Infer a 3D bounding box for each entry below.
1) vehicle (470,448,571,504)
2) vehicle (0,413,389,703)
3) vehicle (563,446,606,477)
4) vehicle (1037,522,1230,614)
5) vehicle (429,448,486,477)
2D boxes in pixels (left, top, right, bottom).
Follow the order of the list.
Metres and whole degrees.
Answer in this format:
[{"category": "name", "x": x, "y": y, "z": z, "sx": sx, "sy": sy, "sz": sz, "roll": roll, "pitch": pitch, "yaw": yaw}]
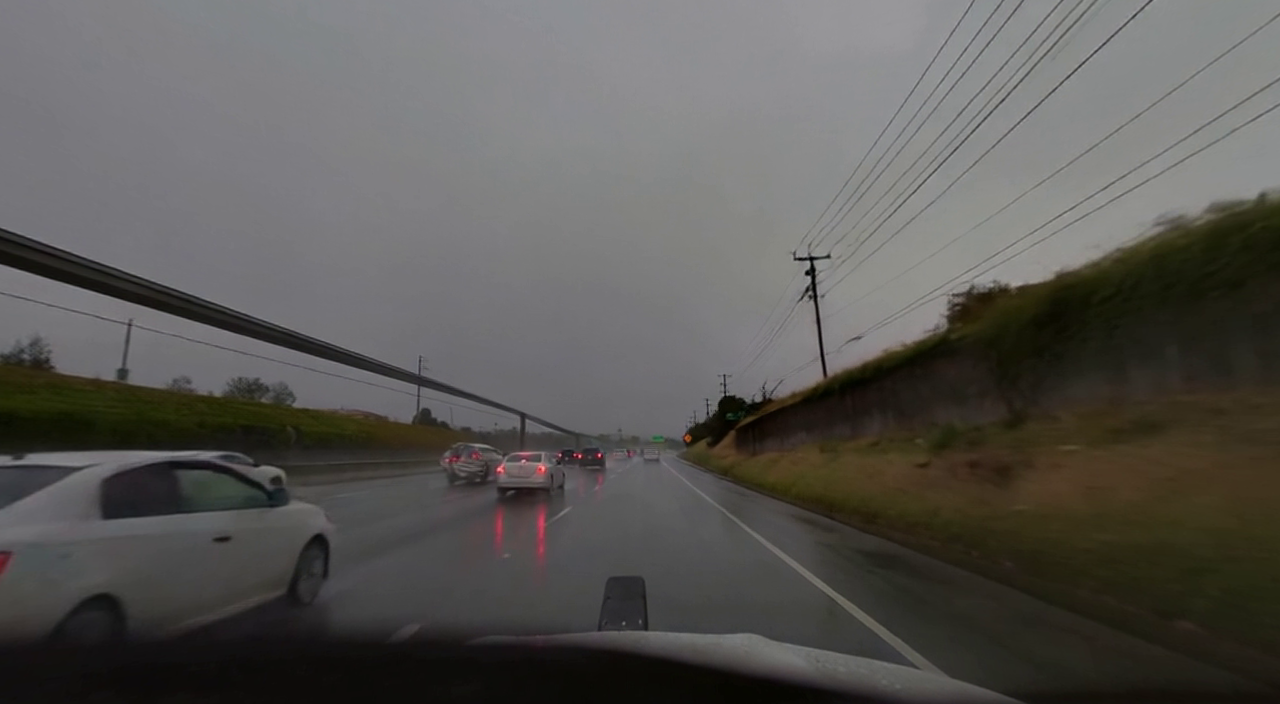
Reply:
[{"category": "vehicle", "x": -3.391, "y": 3.598, "z": 18.809, "sx": 2.056, "sy": 1.449, "sz": 4.330, "roll": 0, "pitch": -8, "yaw": 1}, {"category": "vehicle", "x": -3.540, "y": 1.260, "z": 4.221, "sx": 1.939, "sy": 1.511, "sz": 4.246, "roll": 0, "pitch": -8, "yaw": 0}, {"category": "vehicle", "x": -3.286, "y": 6.541, "z": 38.107, "sx": 2.052, "sy": 1.731, "sz": 4.372, "roll": 0, "pitch": -8, "yaw": 2}, {"category": "vehicle", "x": 12.452, "y": 5.434, "z": 16.281, "sx": 1.853, "sy": 1.586, "sz": 3.727, "roll": 0, "pitch": -8, "yaw": -2}, {"category": "vehicle", "x": -11.072, "y": 6.702, "z": 38.620, "sx": 1.951, "sy": 1.628, "sz": 4.617, "roll": 0, "pitch": -8, "yaw": 2}]
